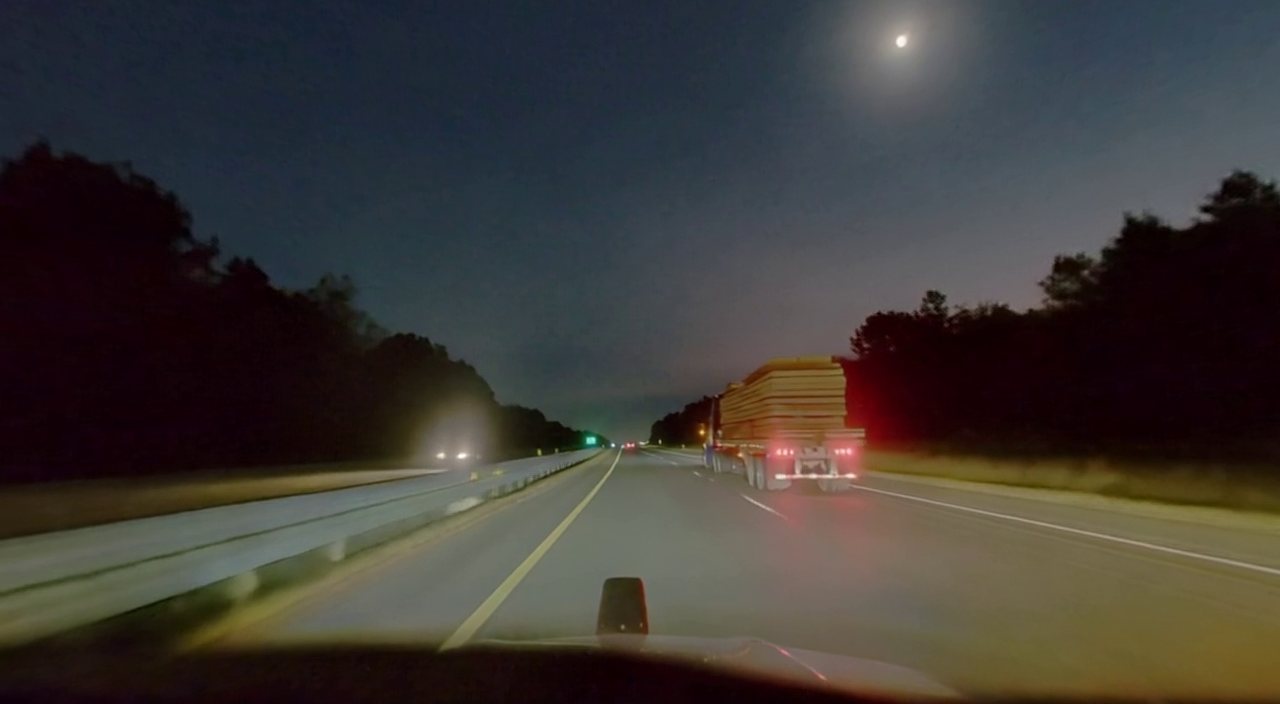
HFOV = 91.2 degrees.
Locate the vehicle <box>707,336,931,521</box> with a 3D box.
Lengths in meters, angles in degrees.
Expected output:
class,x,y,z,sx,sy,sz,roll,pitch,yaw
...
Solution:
class,x,y,z,sx,sy,sz,roll,pitch,yaw
vehicle,4.793,2.784,22.226,3.023,4.054,16.882,0,-8,0
